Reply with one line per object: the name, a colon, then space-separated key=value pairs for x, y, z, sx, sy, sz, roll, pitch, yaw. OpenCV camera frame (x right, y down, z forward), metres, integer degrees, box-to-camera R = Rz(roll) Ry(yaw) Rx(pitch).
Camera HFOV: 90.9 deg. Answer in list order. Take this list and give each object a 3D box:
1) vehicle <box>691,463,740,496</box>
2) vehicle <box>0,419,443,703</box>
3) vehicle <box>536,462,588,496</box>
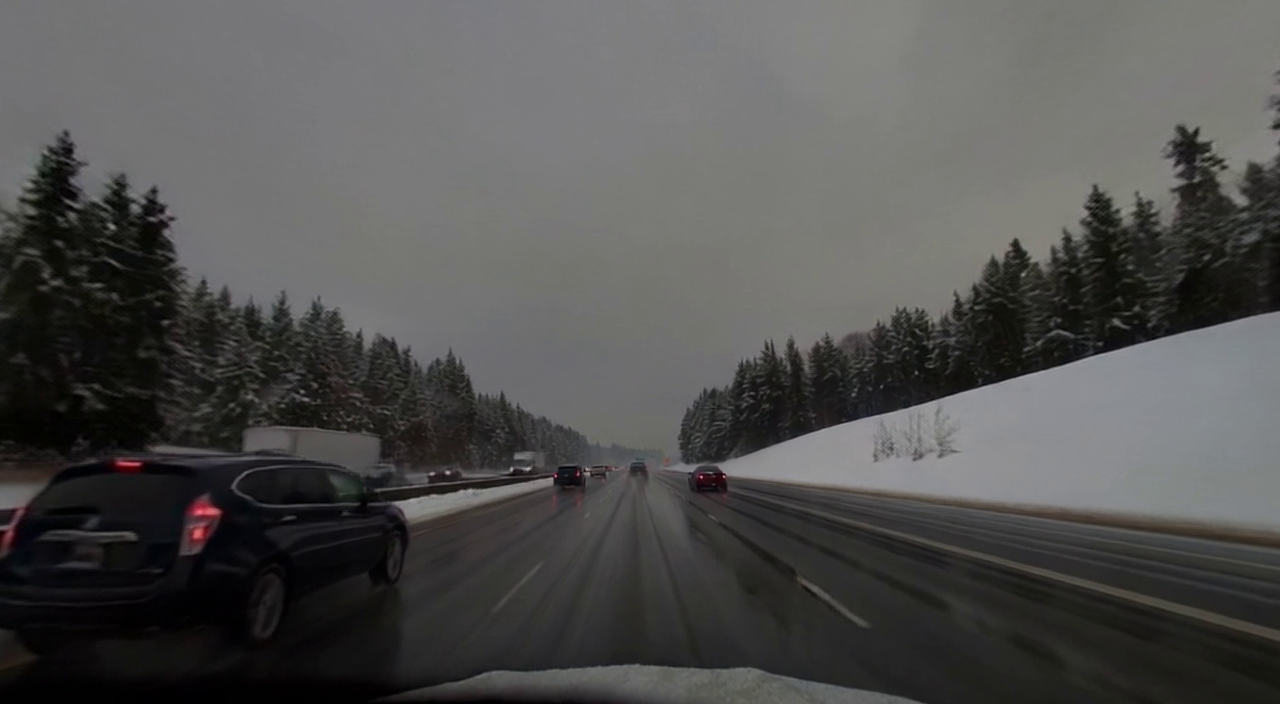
vehicle: x=3.724 y=6.389 z=31.791 sx=1.981 sy=1.516 sz=4.109 roll=1 pitch=-11 yaw=0
vehicle: x=-3.541 y=1.520 z=5.604 sx=2.004 sy=1.468 sz=4.812 roll=1 pitch=-11 yaw=0
vehicle: x=-3.686 y=6.111 z=30.507 sx=2.000 sy=1.484 sz=3.995 roll=1 pitch=-11 yaw=-1
